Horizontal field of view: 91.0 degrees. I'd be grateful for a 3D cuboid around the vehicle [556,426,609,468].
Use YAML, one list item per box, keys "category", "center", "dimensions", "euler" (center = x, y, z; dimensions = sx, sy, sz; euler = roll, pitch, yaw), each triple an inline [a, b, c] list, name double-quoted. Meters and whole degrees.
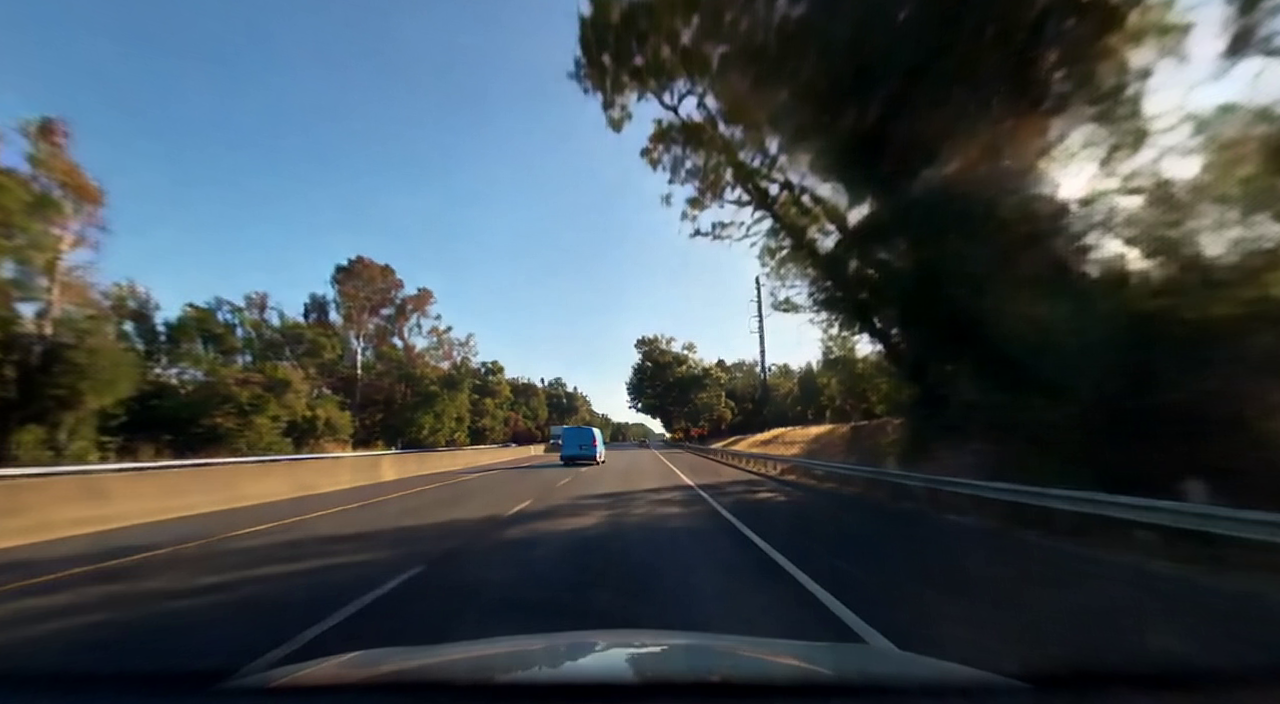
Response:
- category: "vehicle"
  center: [-2.656, 4.531, 30.187]
  dimensions: [2.041, 1.856, 4.353]
  euler: [0, -8, 1]
